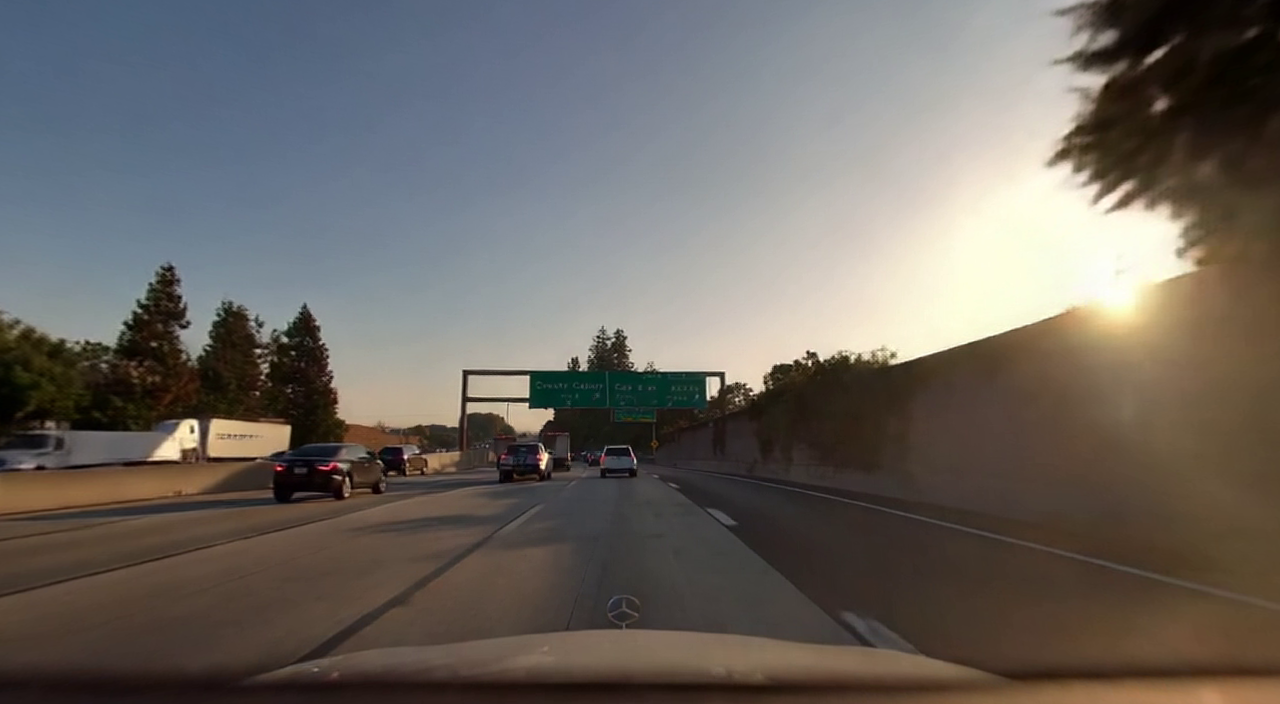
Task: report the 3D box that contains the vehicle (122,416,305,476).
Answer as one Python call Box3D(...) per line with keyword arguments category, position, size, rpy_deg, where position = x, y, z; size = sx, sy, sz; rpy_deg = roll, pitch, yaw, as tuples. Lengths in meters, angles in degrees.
Box3D(category="vehicle", position=(-24.777, 5.661, 38.046), size=(3.003, 2.982, 12.570), rpy_deg=(0, -8, -3))

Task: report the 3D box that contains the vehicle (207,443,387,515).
Box3D(category="vehicle", position=(-8.020, 2.964, 15.327), size=(1.896, 1.465, 4.399), rpy_deg=(0, -8, 0))

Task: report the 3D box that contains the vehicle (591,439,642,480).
Box3D(category="vehicle", position=(-1.037, 4.658, 27.568), size=(2.092, 1.671, 3.772), rpy_deg=(0, -8, -3))

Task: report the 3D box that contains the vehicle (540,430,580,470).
Box3D(category="vehicle", position=(-5.588, 6.938, 44.794), size=(2.279, 2.672, 5.256), rpy_deg=(0, -8, -2))

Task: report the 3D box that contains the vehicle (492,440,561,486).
Box3D(category="vehicle", position=(-4.333, 4.279, 24.737), size=(2.005, 1.631, 4.295), rpy_deg=(0, -8, -1))

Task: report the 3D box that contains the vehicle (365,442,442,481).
Box3D(category="vehicle", position=(-11.999, 5.576, 32.423), size=(2.079, 1.807, 5.187), rpy_deg=(0, -8, -2))

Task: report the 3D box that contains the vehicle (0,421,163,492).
Box3D(category="vehicle", position=(-16.422, 2.928, 17.935), size=(2.044, 1.747, 4.769), rpy_deg=(0, -8, -2))
